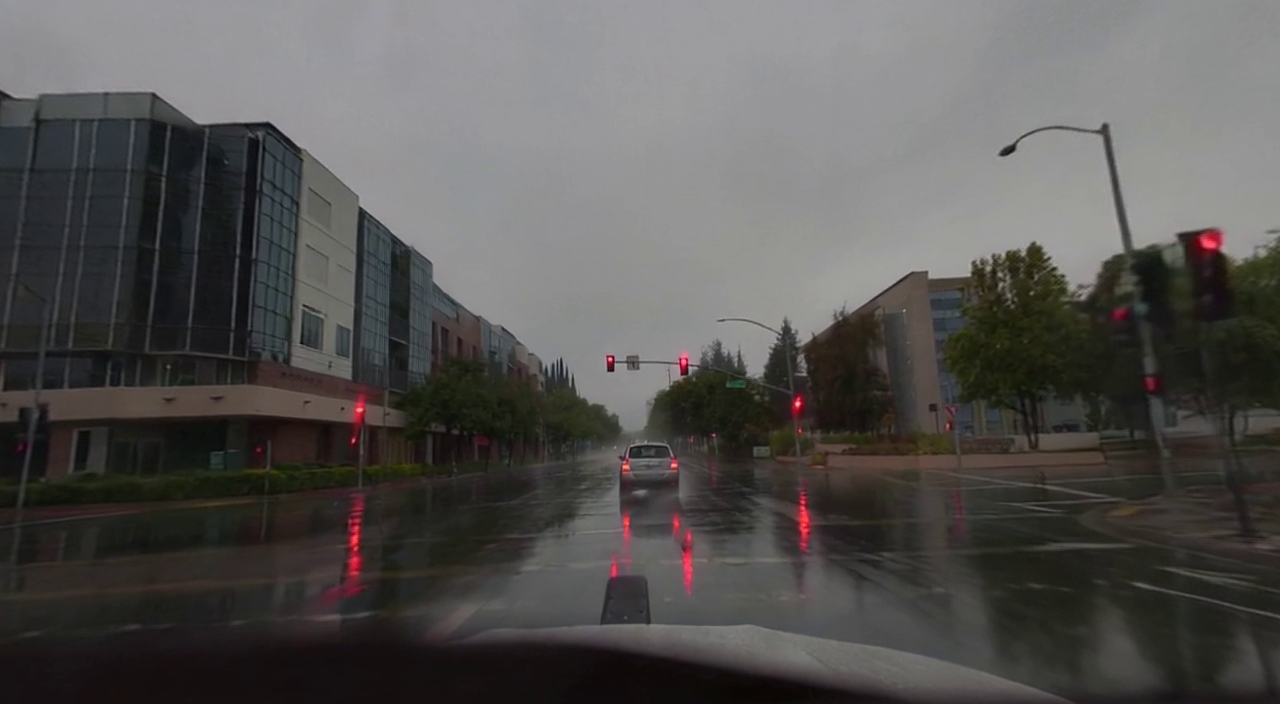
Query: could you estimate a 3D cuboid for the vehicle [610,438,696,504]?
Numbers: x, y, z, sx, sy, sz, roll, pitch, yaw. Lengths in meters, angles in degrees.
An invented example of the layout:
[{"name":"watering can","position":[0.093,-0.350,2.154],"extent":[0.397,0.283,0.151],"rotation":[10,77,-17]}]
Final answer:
[{"name":"vehicle","position":[0.272,3.342,18.117],"extent":[2.184,1.640,4.086],"rotation":[0,-9,-1]}]
